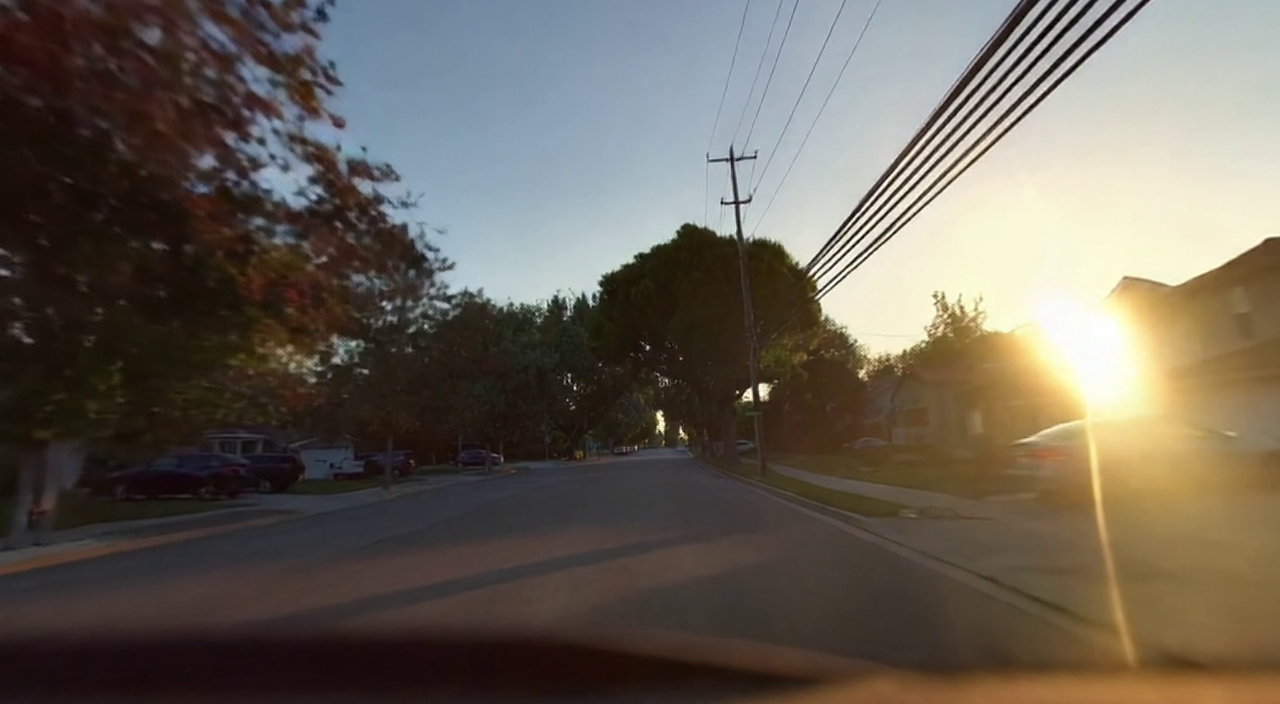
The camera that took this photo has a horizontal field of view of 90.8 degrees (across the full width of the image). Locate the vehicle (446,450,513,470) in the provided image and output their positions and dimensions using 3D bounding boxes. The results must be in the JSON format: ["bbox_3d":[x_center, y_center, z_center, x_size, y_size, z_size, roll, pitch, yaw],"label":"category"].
[{"bbox_3d":[-12.570,8.466,49.547,4.718,1.454,1.843,-1,-8,6],"label":"vehicle"}]

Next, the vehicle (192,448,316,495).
[{"bbox_3d":[-15.489,4.792,25.404,4.265,1.583,1.913,-6,-8,18],"label":"vehicle"}]

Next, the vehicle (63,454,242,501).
[{"bbox_3d":[-16.694,4.297,21.827,4.519,1.508,2.018,0,-8,2],"label":"vehicle"}]

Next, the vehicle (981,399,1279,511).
[{"bbox_3d":[9.235,1.818,11.355,4.952,1.775,2.089,0,-8,-1],"label":"vehicle"}]

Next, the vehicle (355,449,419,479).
[{"bbox_3d":[-15.184,6.698,38.158,1.816,1.614,4.866,0,-8,1],"label":"vehicle"}]

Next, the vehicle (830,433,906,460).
[{"bbox_3d":[14.570,6.046,40.547,4.078,1.516,1.798,-3,-8,2],"label":"vehicle"}]
